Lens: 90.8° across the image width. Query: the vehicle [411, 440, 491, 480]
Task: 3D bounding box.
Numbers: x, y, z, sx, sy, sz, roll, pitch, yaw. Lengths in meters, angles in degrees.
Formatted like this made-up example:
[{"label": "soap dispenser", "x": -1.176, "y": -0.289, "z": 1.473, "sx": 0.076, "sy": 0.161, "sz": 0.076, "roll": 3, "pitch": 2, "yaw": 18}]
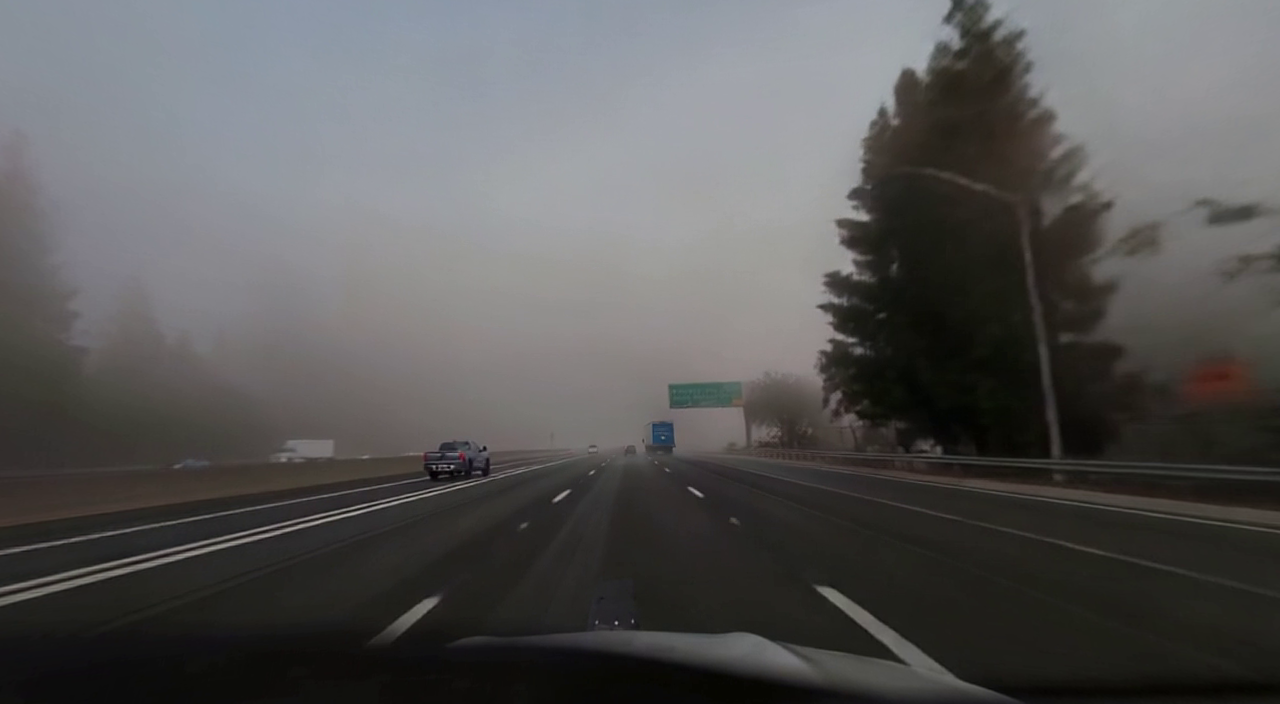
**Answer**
[{"label": "vehicle", "x": -7.787, "y": 4.492, "z": 26.514, "sx": 2.033, "sy": 1.494, "sz": 4.508, "roll": 0, "pitch": -9, "yaw": -1}]
